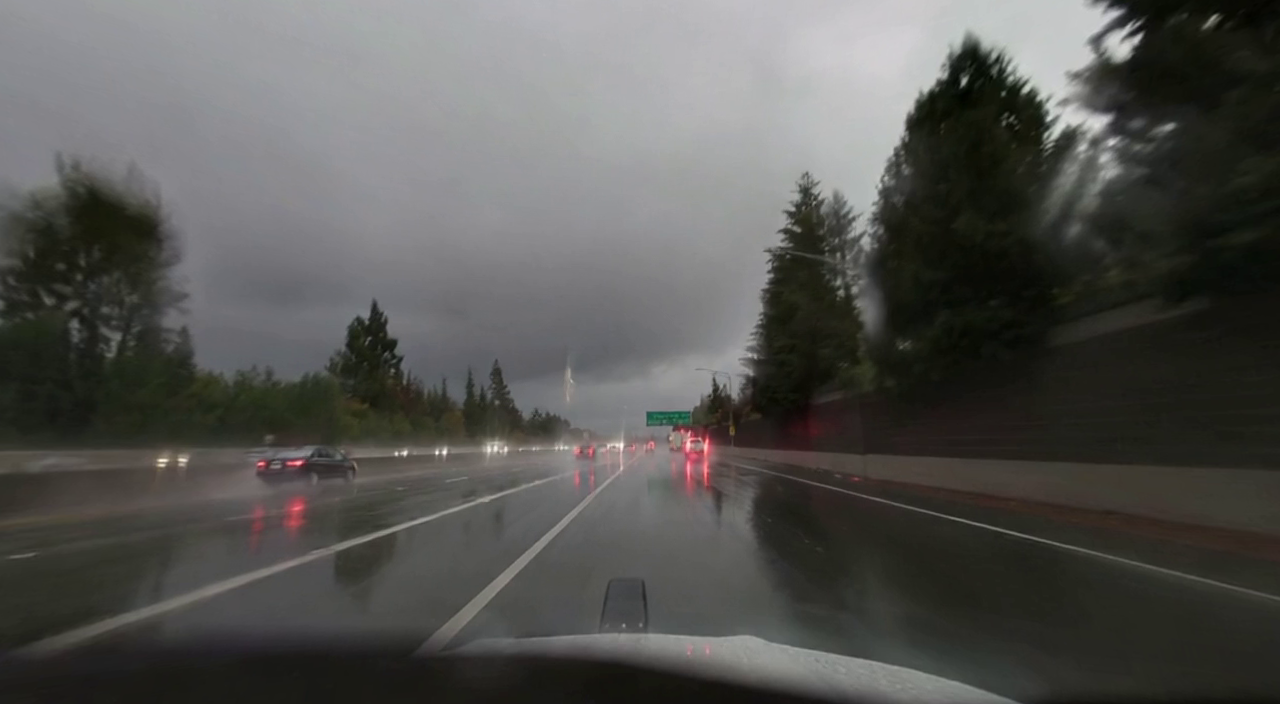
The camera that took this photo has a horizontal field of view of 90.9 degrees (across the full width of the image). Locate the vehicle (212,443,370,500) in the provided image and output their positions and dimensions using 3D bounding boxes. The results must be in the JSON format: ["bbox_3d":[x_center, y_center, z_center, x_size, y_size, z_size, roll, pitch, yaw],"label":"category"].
[{"bbox_3d":[-10.014,3.427,18.610,1.899,1.465,4.589,0,-8,2],"label":"vehicle"}]

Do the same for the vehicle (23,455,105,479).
[{"bbox_3d":[-40.336,8.043,44.268,1.707,1.471,4.165,0,-8,2],"label":"vehicle"}]
